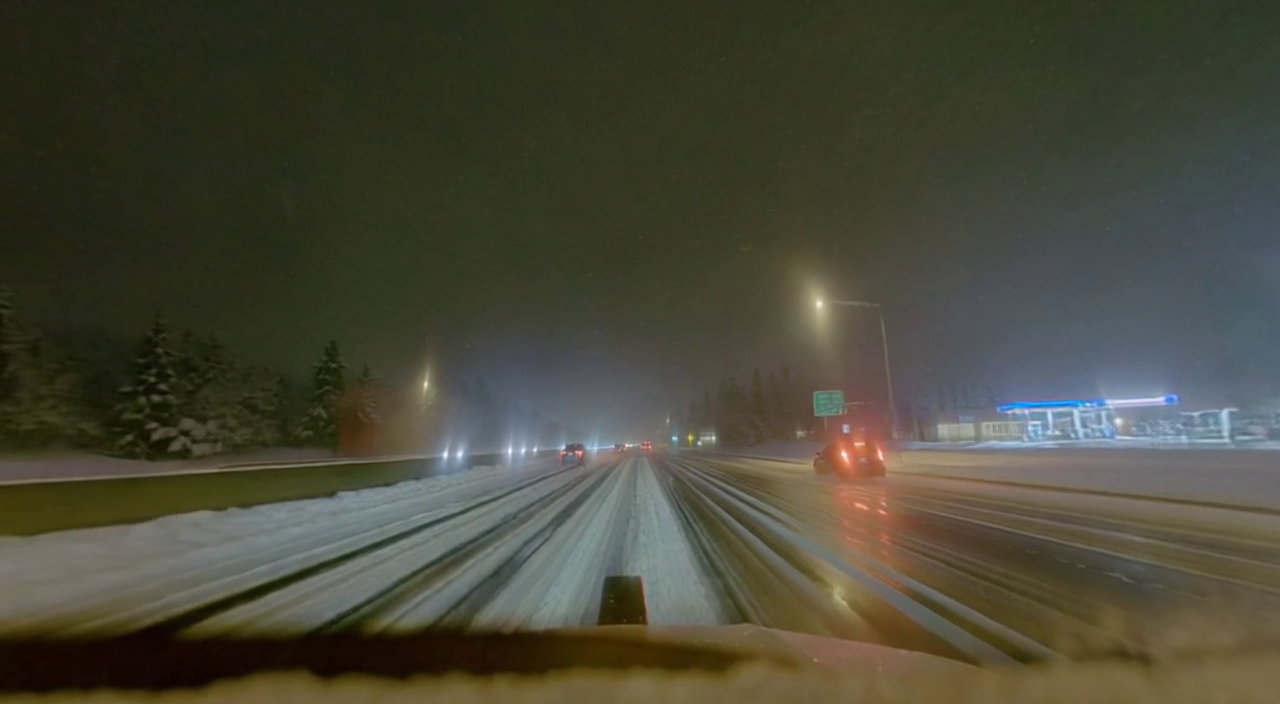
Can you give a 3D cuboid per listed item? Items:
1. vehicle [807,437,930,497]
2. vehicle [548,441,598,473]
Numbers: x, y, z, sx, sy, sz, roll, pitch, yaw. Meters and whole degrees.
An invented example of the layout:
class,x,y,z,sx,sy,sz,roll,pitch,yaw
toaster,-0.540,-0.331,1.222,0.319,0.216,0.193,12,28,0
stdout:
class,x,y,z,sx,sy,sz,roll,pitch,yaw
vehicle,6.446,3.284,18.469,1.909,1.467,4.940,-1,-9,2
vehicle,-3.406,5.442,32.798,2.114,1.510,4.186,-1,-9,1
